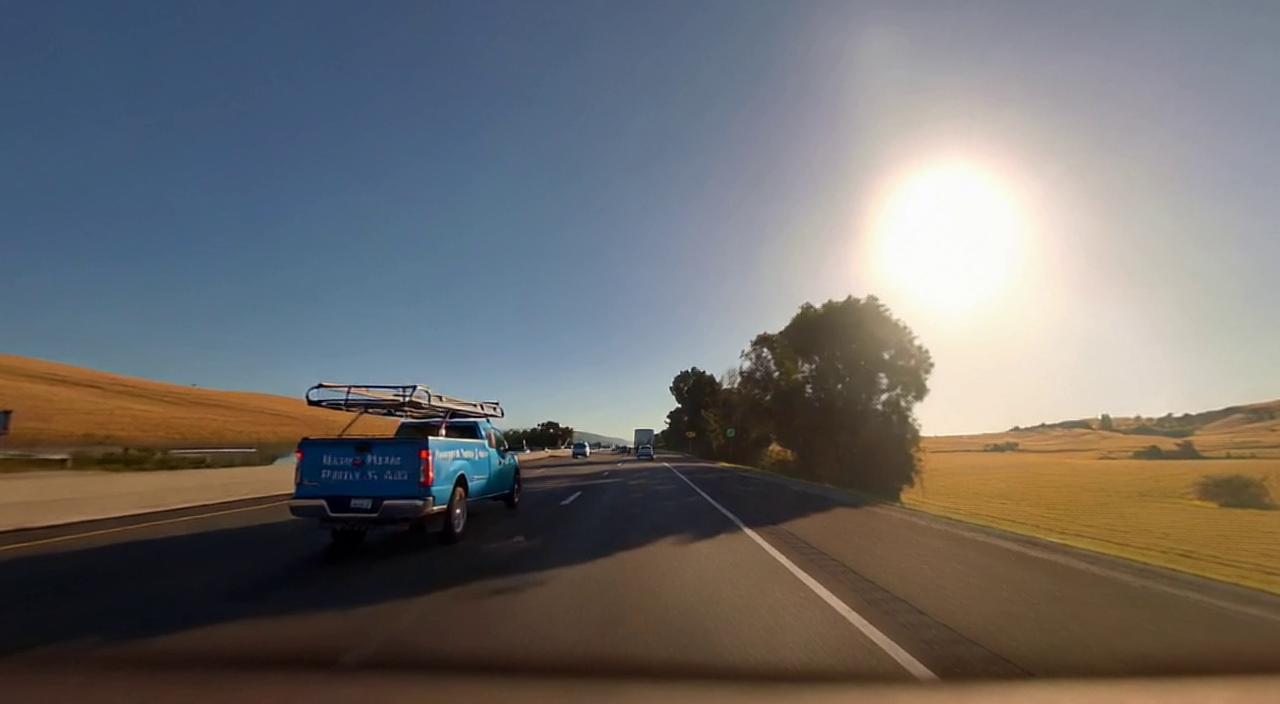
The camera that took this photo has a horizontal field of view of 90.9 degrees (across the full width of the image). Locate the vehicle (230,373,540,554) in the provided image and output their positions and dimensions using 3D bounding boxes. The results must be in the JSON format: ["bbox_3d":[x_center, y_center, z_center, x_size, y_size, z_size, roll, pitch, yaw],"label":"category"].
[{"bbox_3d":[-3.838,1.915,11.593,2.791,2.330,6.725,0,-8,1],"label":"vehicle"}]
